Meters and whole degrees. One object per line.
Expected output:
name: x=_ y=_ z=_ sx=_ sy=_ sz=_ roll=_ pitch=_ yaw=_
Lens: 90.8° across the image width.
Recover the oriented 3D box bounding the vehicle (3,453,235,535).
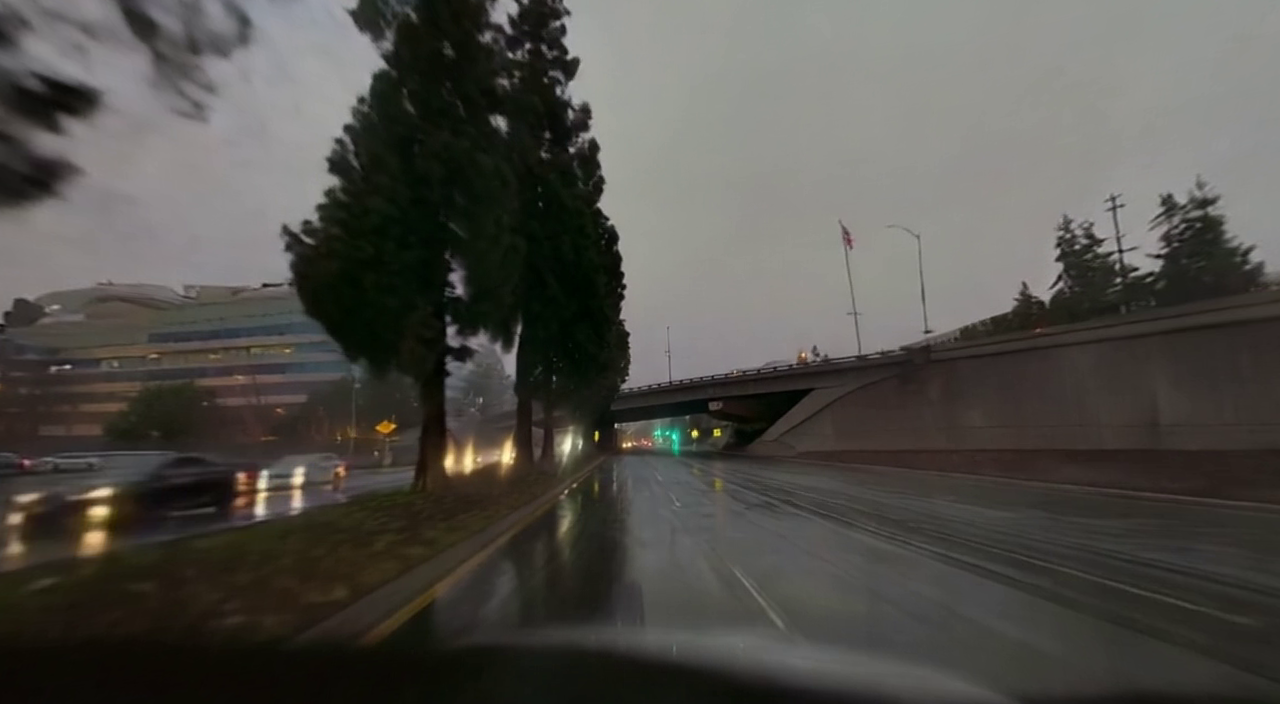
vehicle: x=-12.084 y=3.262 z=15.148 sx=1.932 sy=1.615 sz=4.235 roll=0 pitch=-9 yaw=-1

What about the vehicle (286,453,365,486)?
vehicle: x=-16.867 y=6.273 z=34.147 sx=1.861 sy=1.618 sz=4.731 roll=0 pitch=-9 yaw=0
